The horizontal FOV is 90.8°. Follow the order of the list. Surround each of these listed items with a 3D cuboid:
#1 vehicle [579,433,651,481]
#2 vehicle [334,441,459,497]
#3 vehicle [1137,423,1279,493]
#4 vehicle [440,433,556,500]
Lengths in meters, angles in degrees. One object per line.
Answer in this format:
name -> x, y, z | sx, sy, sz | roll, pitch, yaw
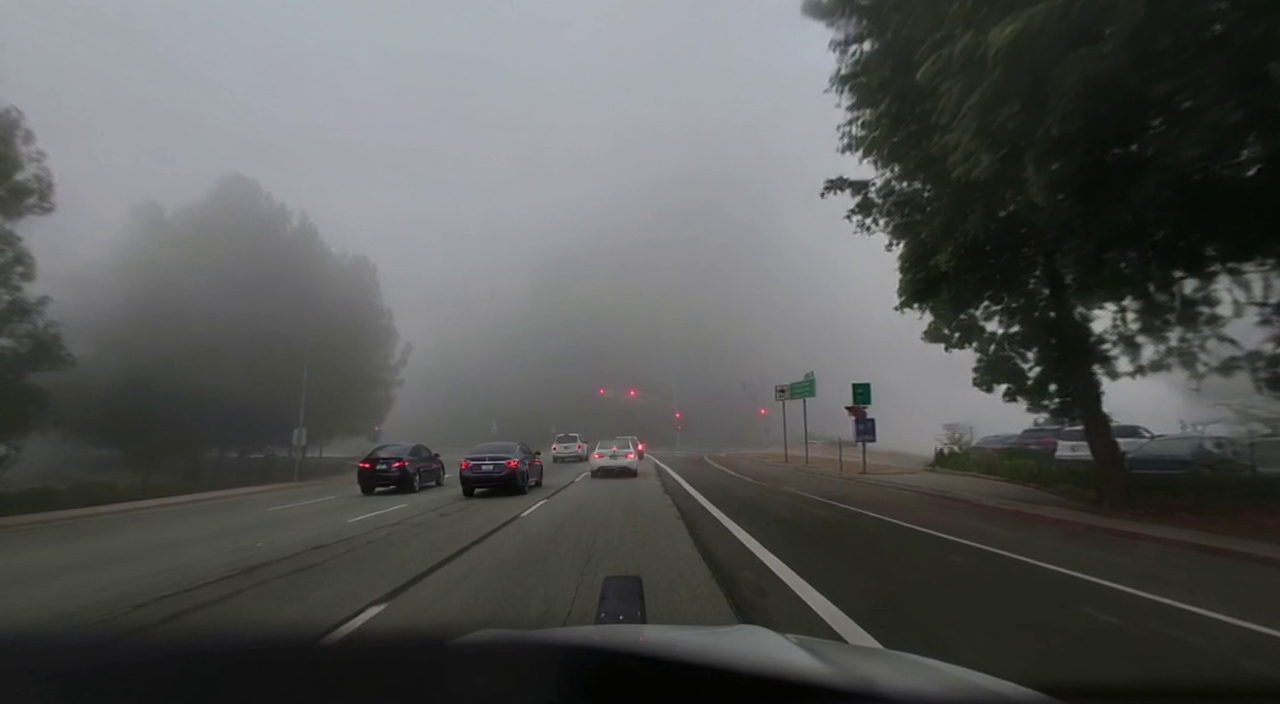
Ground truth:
vehicle -> -0.787, 3.596, 21.945 | 2.231, 1.481, 4.489 | 0, -8, 0
vehicle -> -6.999, 3.385, 18.709 | 1.852, 1.458, 4.422 | 0, -8, 1
vehicle -> 14.474, 2.529, 15.339 | 4.304, 1.481, 2.008 | 4, -10, -27
vehicle -> -3.517, 2.926, 16.553 | 1.920, 1.480, 4.549 | 0, -8, 1
